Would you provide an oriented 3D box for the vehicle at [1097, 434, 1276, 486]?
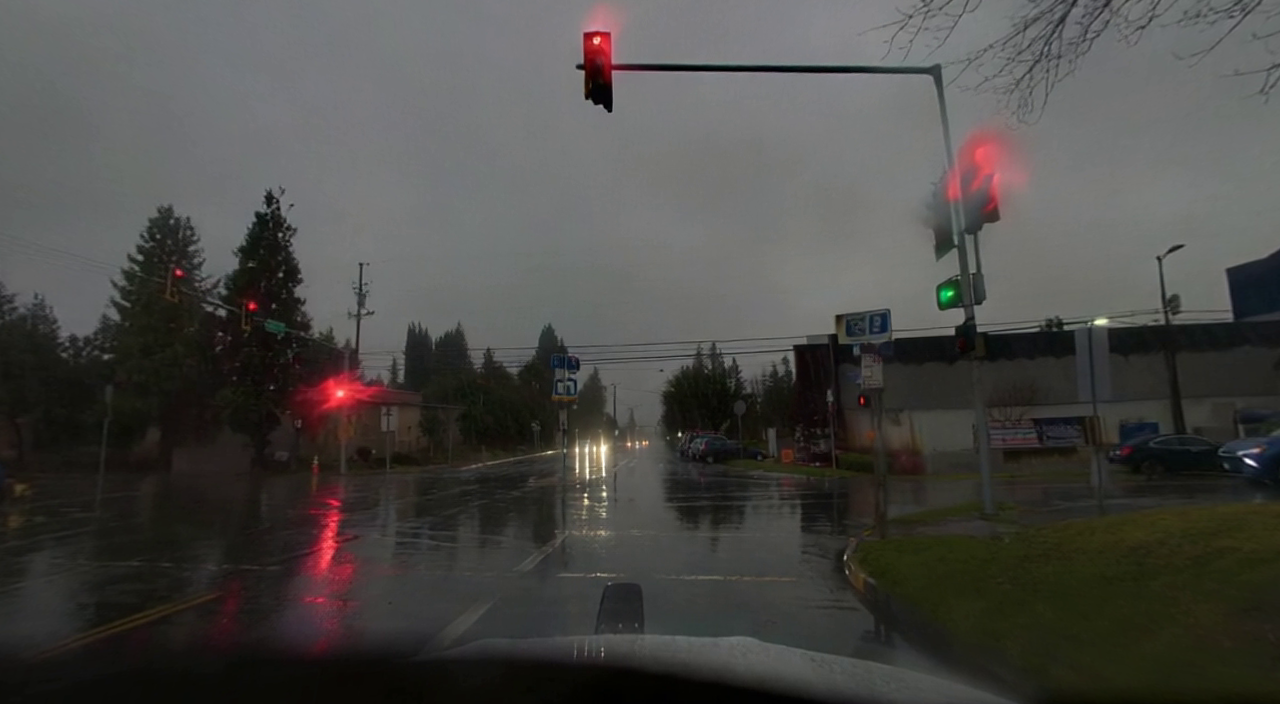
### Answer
[{"bbox_3d":[16.797,3.316,19.504,3.876,1.512,1.784,0,-8,-2],"label":"vehicle"}]

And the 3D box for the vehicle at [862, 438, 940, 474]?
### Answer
[{"bbox_3d":[12.403,5.039,30.272,1.922,1.529,3.964,1,-12,-2],"label":"vehicle"}]

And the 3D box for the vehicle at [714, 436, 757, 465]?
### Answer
[{"bbox_3d":[6.930,7.168,46.146,1.491,2.041,2.964,6,-9,-34],"label":"vehicle"}]

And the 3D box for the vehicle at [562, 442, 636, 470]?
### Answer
[{"bbox_3d":[-2.441,6.151,37.560,3.991,1.526,1.868,-4,-9,30],"label":"vehicle"}]
